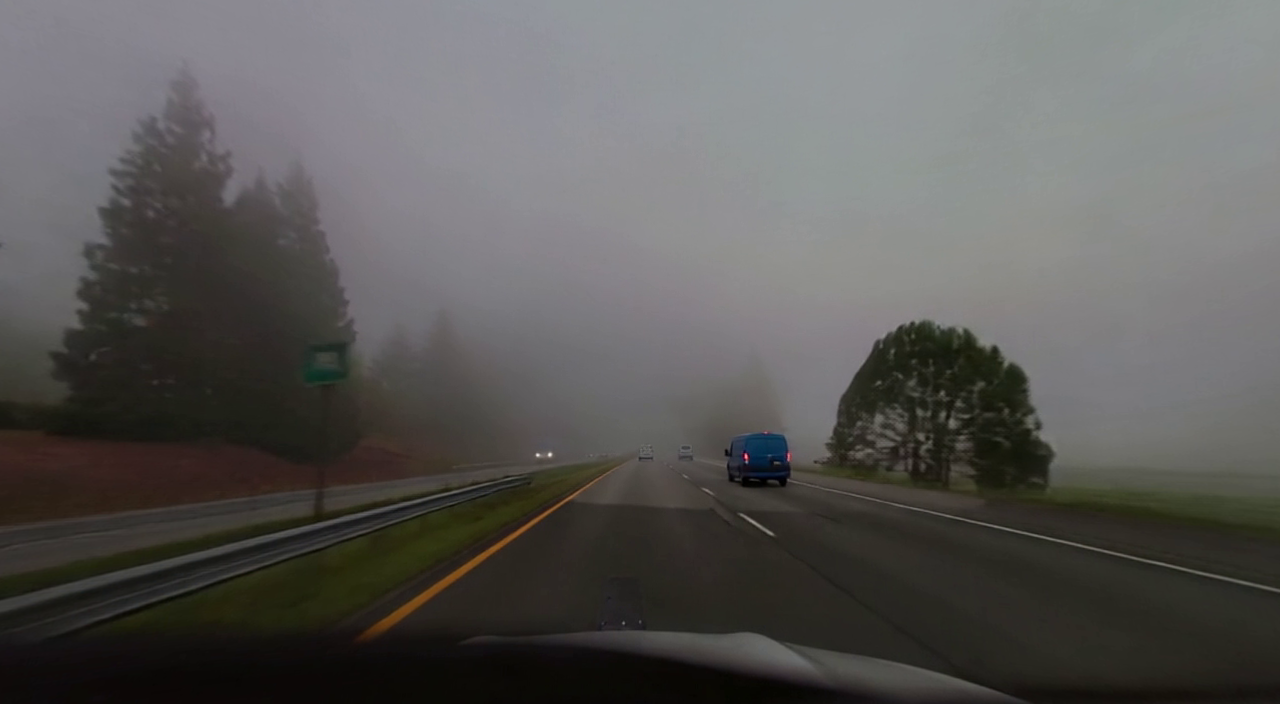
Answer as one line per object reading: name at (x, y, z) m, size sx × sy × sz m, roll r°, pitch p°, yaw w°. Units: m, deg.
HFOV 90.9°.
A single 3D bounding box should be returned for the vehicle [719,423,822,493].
vehicle at (4.209, 3.543, 21.254) m, size 2.371 × 2.045 × 4.768 m, roll 0°, pitch -9°, yaw -1°
